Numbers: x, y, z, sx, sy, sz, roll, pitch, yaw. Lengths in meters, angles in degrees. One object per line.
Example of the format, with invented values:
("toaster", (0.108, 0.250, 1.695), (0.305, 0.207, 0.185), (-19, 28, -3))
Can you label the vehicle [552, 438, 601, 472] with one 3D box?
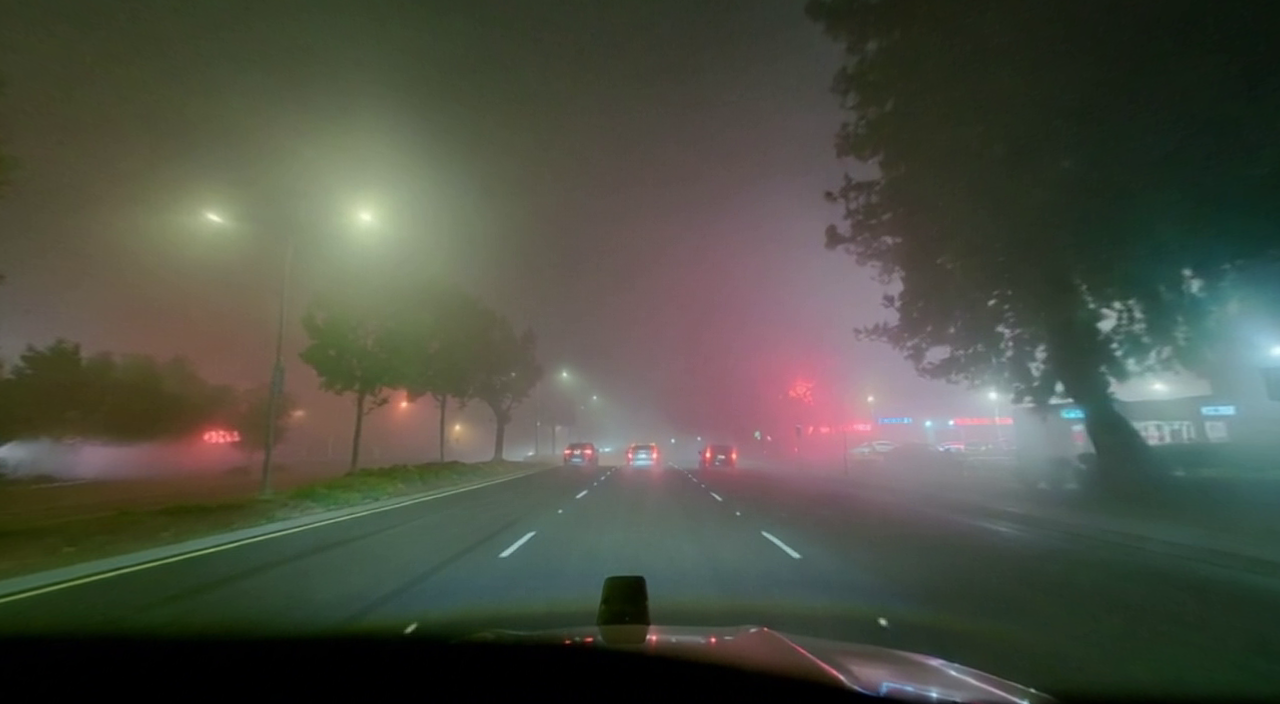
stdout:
("vehicle", (-3.133, 5.212, 32.040), (1.995, 1.607, 4.086), (0, -8, 1))

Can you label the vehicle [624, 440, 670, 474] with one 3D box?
("vehicle", (0.313, 4.943, 29.953), (2.059, 1.477, 4.216), (0, -8, 0))

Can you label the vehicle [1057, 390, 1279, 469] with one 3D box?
("vehicle", (26.156, 3.901, 31.471), (8.385, 3.654, 2.810), (-1, -8, 2))

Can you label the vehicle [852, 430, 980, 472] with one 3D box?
("vehicle", (13.391, 4.842, 30.834), (5.144, 1.834, 2.188), (-2, -9, 2))

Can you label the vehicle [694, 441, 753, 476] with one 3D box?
("vehicle", (3.743, 4.861, 29.091), (2.012, 1.462, 4.400), (0, -8, -1))
